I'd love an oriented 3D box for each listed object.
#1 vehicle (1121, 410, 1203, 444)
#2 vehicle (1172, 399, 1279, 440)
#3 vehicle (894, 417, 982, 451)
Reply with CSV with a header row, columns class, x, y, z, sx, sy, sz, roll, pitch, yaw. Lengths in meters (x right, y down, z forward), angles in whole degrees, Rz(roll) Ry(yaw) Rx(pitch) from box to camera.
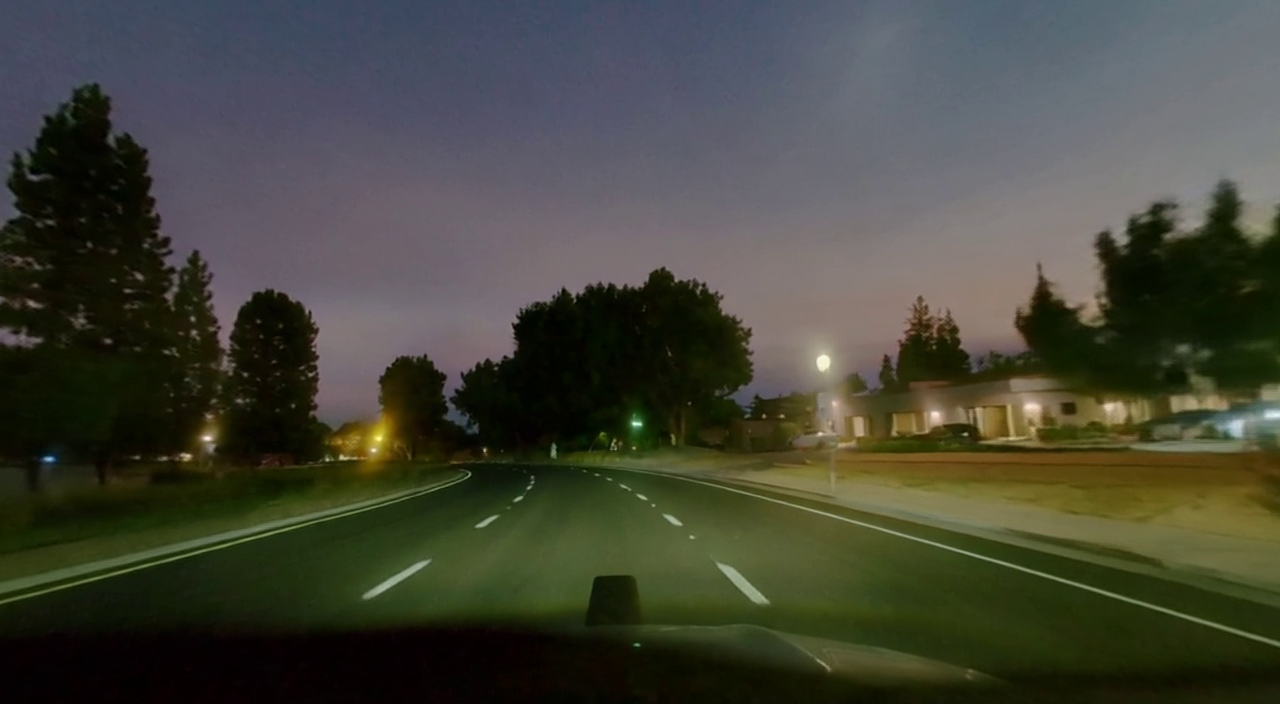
class,x,y,z,sx,sy,sz,roll,pitch,yaw
vehicle,24.286,3.539,29.331,4.230,1.459,1.889,7,-11,-37
vehicle,26.068,3.007,27.566,2.033,1.533,4.370,-2,-9,4
vehicle,17.766,4.887,37.653,4.802,1.900,2.373,4,-9,-32
